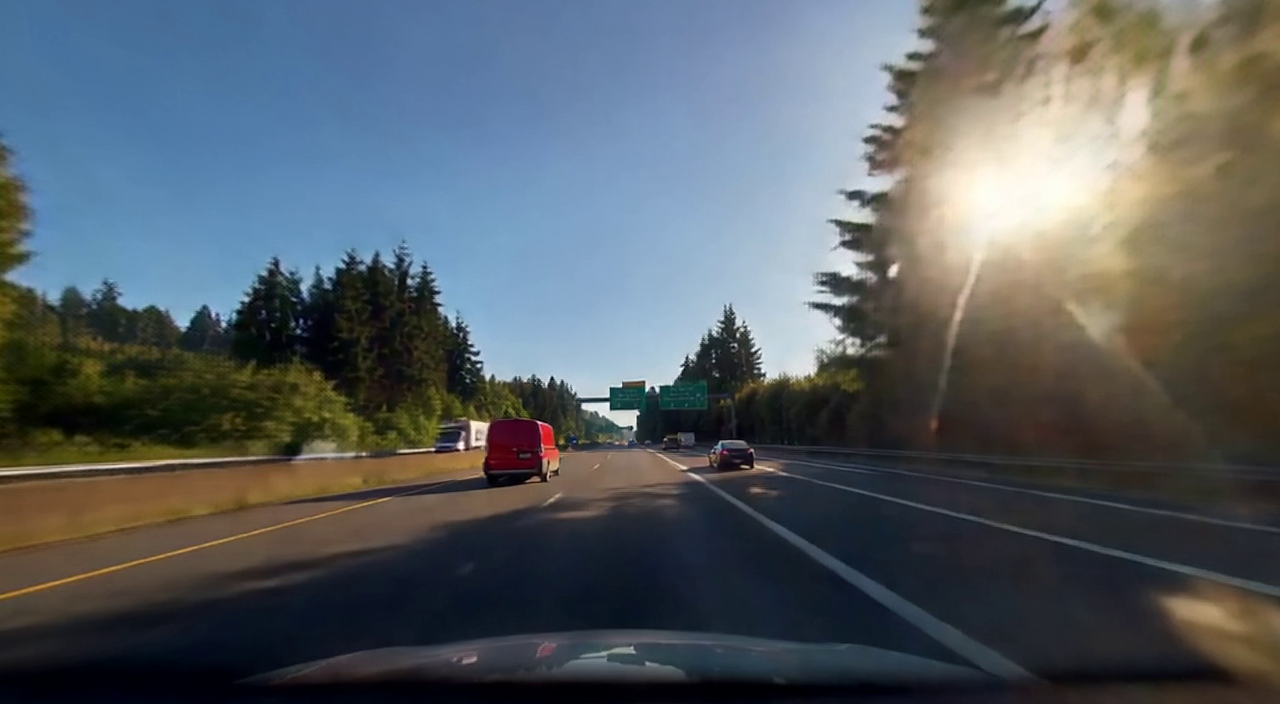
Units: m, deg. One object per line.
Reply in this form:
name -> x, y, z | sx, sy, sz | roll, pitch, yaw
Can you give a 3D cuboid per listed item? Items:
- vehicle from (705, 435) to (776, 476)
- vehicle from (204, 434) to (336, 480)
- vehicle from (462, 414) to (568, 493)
vehicle -> 3.818, 3.968, 24.525 | 2.020, 1.464, 3.803 | 0, -8, -2
vehicle -> -12.942, 3.657, 22.453 | 2.038, 1.459, 4.428 | 0, -8, -1
vehicle -> -3.533, 2.971, 18.941 | 2.275, 2.053, 5.082 | 0, -8, -2
